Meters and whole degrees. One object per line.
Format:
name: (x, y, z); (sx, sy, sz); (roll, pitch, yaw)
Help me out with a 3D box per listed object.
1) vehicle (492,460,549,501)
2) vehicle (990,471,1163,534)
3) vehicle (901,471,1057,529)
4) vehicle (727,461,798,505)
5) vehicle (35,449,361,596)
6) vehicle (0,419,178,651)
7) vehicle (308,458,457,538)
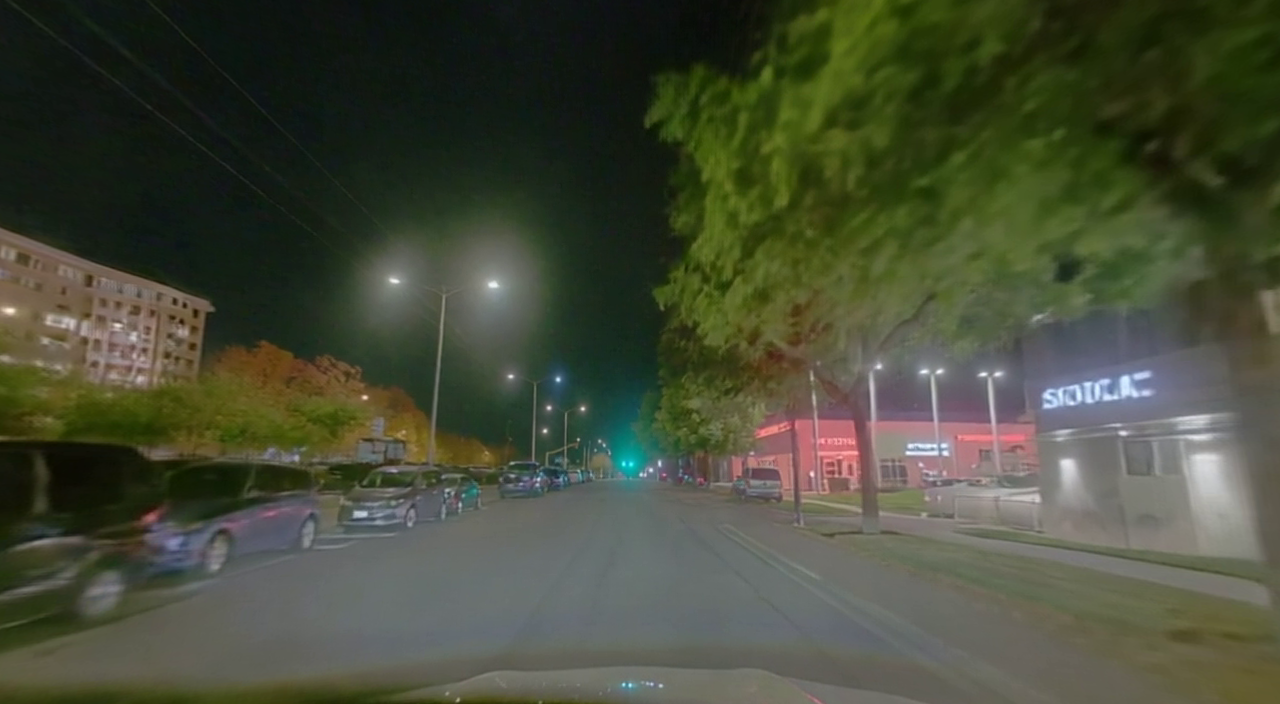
vehicle: (-6.323, 6.889, 33.995); (2.196, 2.001, 5.548); (1, -11, -3)
vehicle: (13.257, 4.566, 19.499); (1.880, 1.644, 4.110); (3, -10, -12)
vehicle: (10.045, 4.429, 19.203); (1.926, 1.469, 4.654); (2, -11, -4)
vehicle: (5.383, 5.866, 28.454); (2.054, 1.779, 4.650); (1, -11, -3)
vehicle: (-5.805, 2.278, 9.071); (1.820, 1.578, 4.043); (1, -11, -2)
vehicle: (-5.644, 1.356, 4.314); (1.848, 1.683, 4.208); (-4, -8, -1)
vehicle: (-6.079, 3.500, 15.524); (1.957, 1.634, 4.164); (1, -11, -2)
